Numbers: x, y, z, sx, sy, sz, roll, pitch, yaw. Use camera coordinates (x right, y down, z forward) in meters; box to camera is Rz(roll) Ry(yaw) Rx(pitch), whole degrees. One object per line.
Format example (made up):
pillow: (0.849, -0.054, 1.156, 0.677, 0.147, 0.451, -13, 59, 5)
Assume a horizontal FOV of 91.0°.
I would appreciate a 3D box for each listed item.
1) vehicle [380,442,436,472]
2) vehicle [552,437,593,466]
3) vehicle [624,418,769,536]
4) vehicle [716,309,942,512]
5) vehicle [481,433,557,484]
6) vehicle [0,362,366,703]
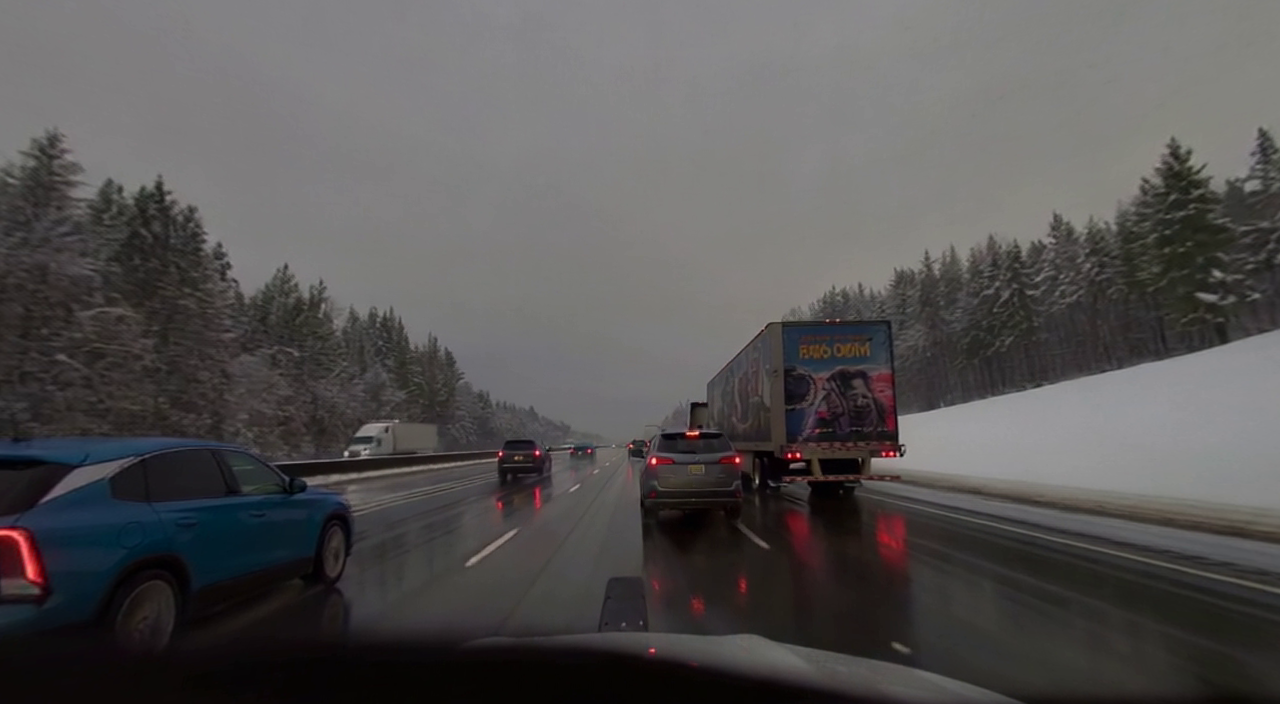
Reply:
vehicle: (-15.648, 7.097, 42.796, 2.011, 1.875, 4.685, 0, -8, 0)
vehicle: (-4.221, 6.283, 39.872, 2.014, 1.683, 4.275, 0, -8, 1)
vehicle: (0.756, 2.038, 10.795, 2.017, 1.662, 3.543, 0, -8, -2)
vehicle: (4.605, 2.159, 19.732, 2.828, 4.081, 14.220, 0, -8, 1)
vehicle: (-4.214, 3.752, 22.516, 1.905, 1.642, 3.803, 0, -8, 1)
vehicle: (-3.999, 1.114, 4.520, 1.983, 1.666, 4.452, 0, -8, 1)
